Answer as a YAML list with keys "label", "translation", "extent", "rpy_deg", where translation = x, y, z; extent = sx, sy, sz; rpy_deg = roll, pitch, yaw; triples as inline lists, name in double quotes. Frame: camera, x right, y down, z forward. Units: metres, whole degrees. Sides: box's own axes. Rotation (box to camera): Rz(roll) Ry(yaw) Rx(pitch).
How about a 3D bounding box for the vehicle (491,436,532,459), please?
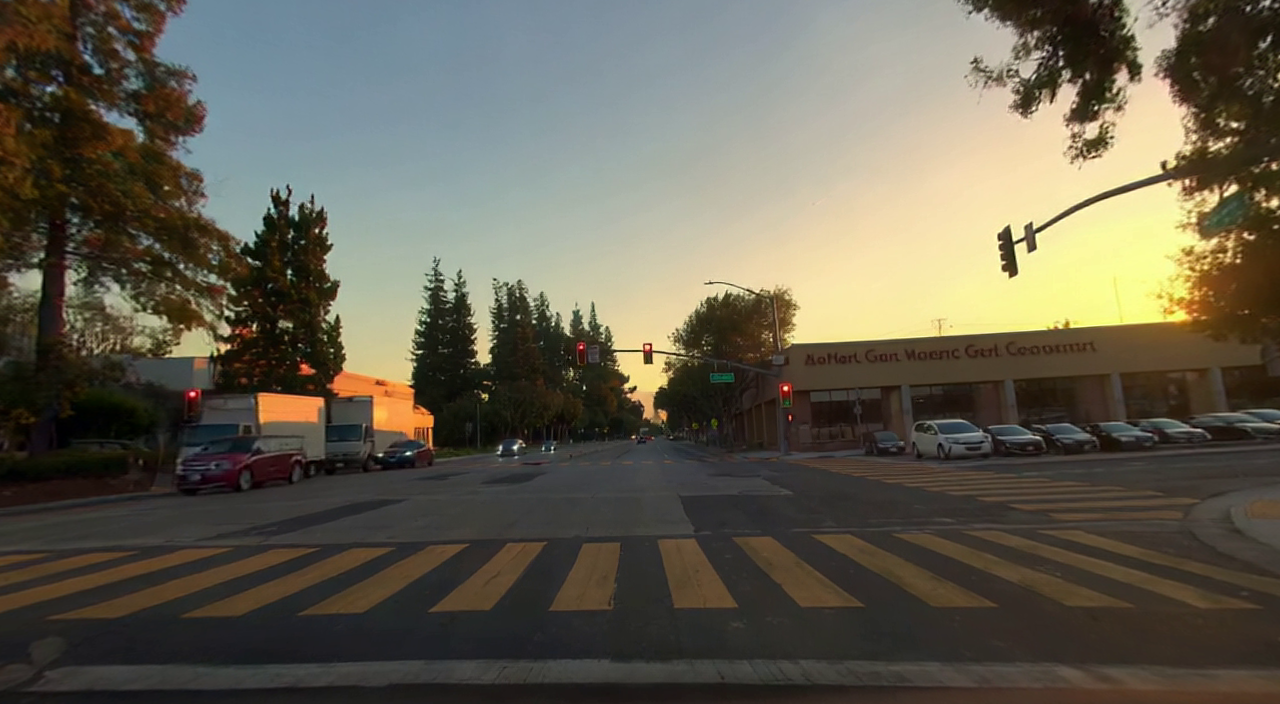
- label: "vehicle"
  translation: [-9.253, 6.910, 45.645]
  extent: [2.026, 1.616, 4.199]
  rpy_deg: [0, -8, 1]

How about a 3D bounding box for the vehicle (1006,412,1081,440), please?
- label: "vehicle"
  translation: [26.306, 4.878, 41.269]
  extent: [2.011, 1.656, 4.163]
  rpy_deg: [0, -8, -3]

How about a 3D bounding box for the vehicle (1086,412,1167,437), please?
- label: "vehicle"
  translation: [31.378, 4.725, 40.774]
  extent: [1.823, 1.480, 4.003]
  rpy_deg: [0, -8, -4]

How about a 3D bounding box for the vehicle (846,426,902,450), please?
- label: "vehicle"
  translation: [17.190, 6.346, 46.398]
  extent: [3.329, 1.415, 1.821]
  rpy_deg: [-6, -9, 2]

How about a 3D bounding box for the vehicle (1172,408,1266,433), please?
- label: "vehicle"
  translation: [38.434, 4.615, 41.989]
  extent: [1.715, 1.480, 4.701]
  rpy_deg: [0, -8, -1]

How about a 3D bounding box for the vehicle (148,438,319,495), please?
- label: "vehicle"
  translation: [-12.024, 3.397, 19.142]
  extent: [1.996, 1.482, 4.772]
  rpy_deg: [0, -8, 0]

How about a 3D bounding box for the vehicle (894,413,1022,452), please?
- label: "vehicle"
  translation: [14.011, 3.593, 27.937]
  extent: [4.566, 1.670, 2.000]
  rpy_deg: [0, -8, -2]

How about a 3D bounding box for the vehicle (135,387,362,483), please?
- label: "vehicle"
  translation: [-16.566, 3.821, 28.345]
  extent: [3.161, 3.455, 11.058]
  rpy_deg: [0, -8, 0]

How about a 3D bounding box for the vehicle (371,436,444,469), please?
- label: "vehicle"
  translation: [-12.288, 5.339, 33.618]
  extent: [2.181, 1.653, 4.468]
  rpy_deg: [0, -8, 0]
